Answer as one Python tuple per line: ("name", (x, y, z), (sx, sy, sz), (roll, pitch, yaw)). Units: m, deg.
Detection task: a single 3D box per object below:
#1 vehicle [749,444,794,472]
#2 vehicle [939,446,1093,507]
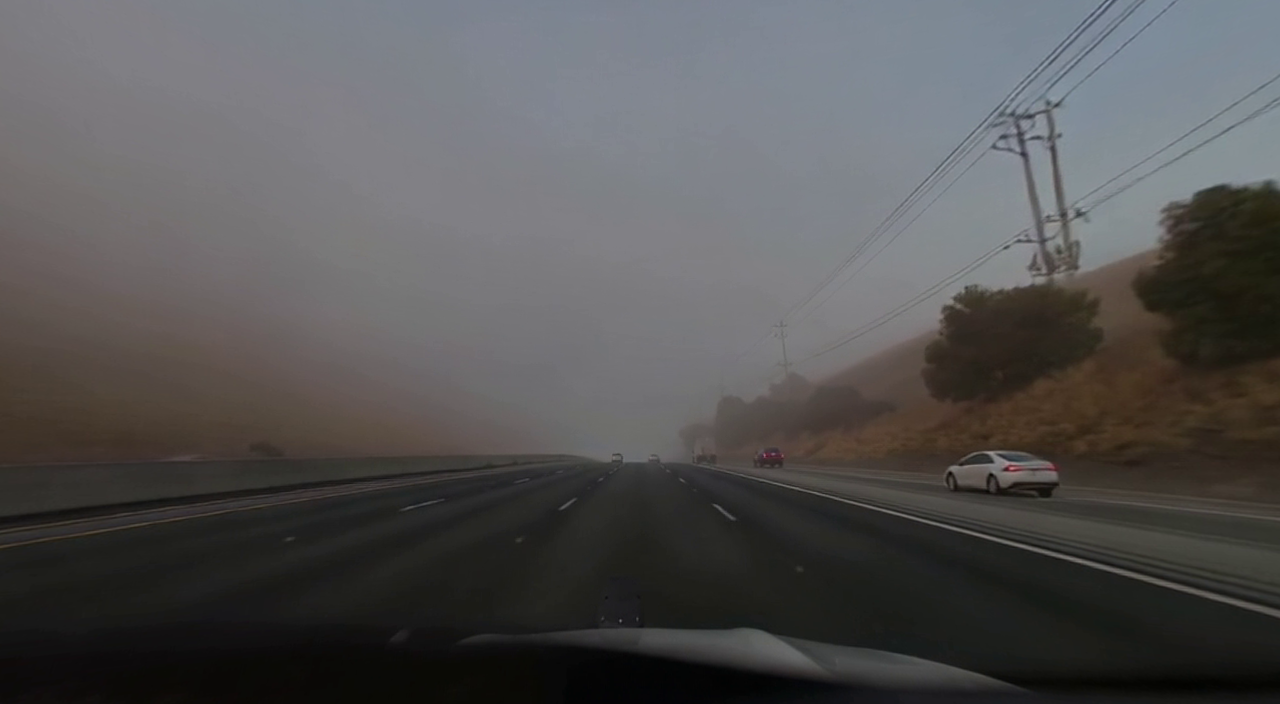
("vehicle", (9.135, 7.373, 44.072), (2.108, 1.870, 4.435), (0, -8, -1))
("vehicle", (10.223, 3.373, 17.514), (1.884, 1.486, 3.770), (0, -8, -1))
